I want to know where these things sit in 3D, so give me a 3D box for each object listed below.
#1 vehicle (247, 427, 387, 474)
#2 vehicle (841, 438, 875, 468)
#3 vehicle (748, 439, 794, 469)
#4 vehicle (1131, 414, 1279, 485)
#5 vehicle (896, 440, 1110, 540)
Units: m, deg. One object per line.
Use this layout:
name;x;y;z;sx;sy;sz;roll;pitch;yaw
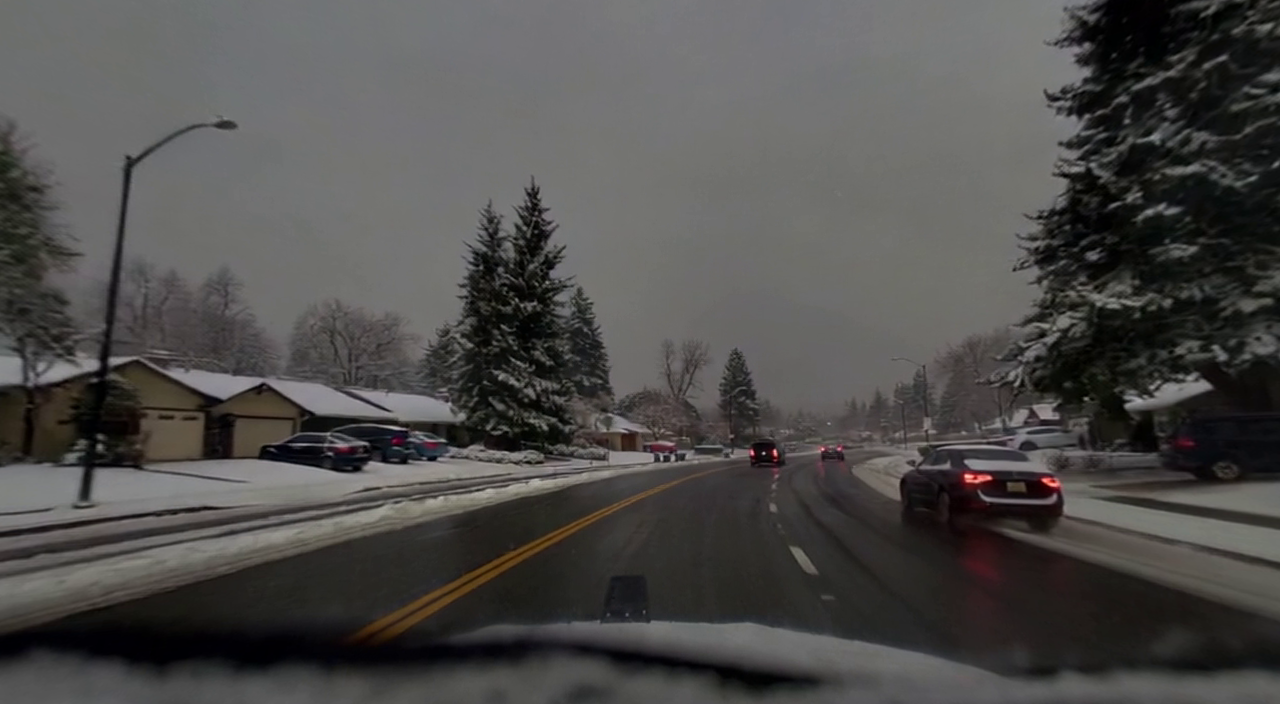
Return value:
vehicle;-12.936;3.936;25.356;4.646;1.502;1.874;3;-8;9
vehicle;14.844;6.833;42.928;2.059;1.924;4.257;-3;-9;19
vehicle;7.917;6.058;37.845;2.106;1.667;4.367;-3;-9;19
vehicle;16.830;2.653;17.191;4.881;1.808;2.011;-2;-8;12
vehicle;6.475;2.433;11.915;1.934;1.506;4.282;-1;-8;7
